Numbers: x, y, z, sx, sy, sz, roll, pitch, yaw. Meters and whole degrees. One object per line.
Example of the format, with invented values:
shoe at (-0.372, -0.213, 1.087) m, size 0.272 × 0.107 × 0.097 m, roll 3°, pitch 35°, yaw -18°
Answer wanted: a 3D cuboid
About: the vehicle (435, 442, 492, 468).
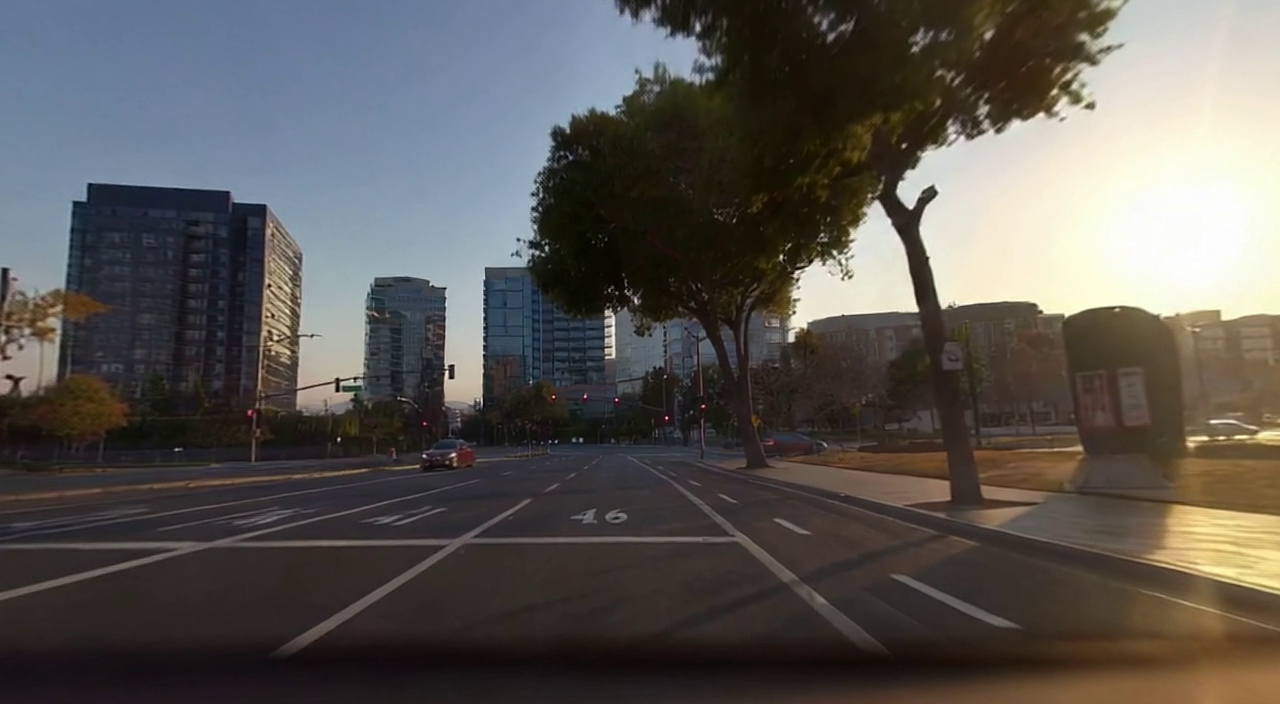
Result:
vehicle at (-10.317, 6.043, 37.288) m, size 2.089 × 1.390 × 4.555 m, roll 0°, pitch -8°, yaw 0°
